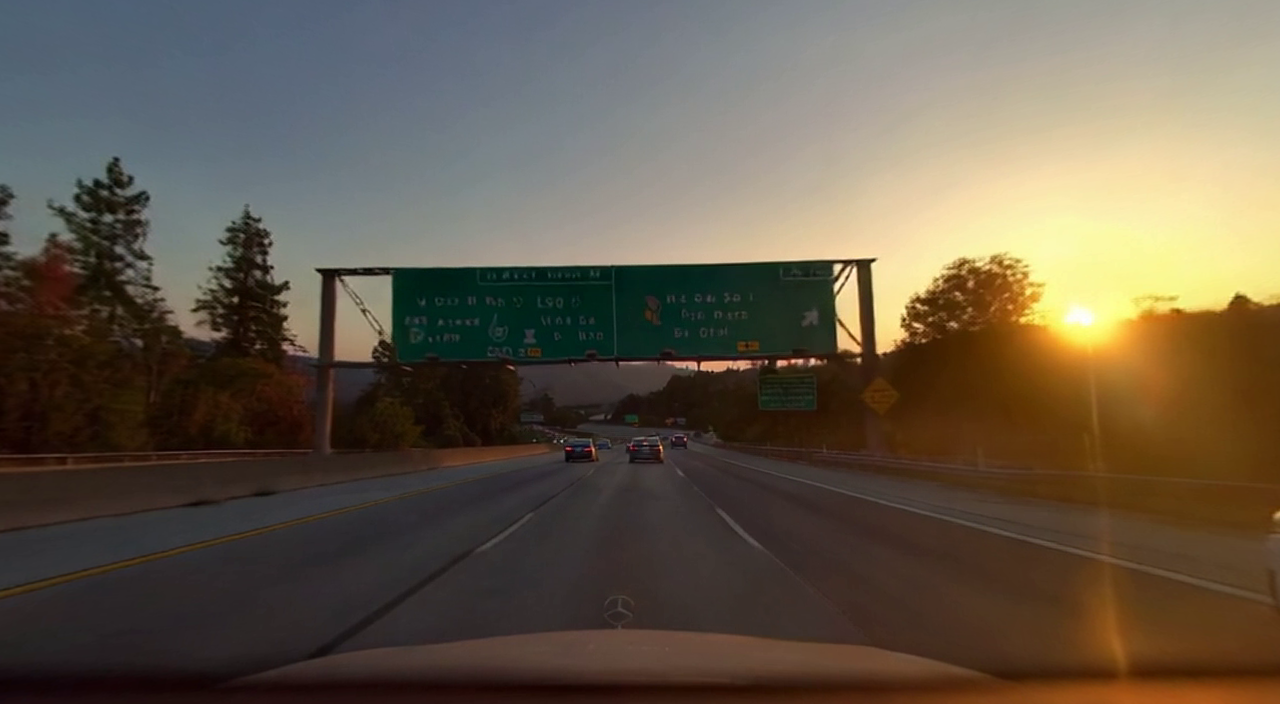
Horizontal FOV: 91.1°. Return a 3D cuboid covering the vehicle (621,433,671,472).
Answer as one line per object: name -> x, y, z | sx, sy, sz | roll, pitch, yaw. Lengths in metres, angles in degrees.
vehicle -> 0.246, 4.333, 27.298 | 2.049, 1.542, 3.816 | 0, -8, 0

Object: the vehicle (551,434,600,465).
vehicle -> -3.432, 5.291, 34.178 | 2.066, 1.561, 4.495 | 0, -8, 1
